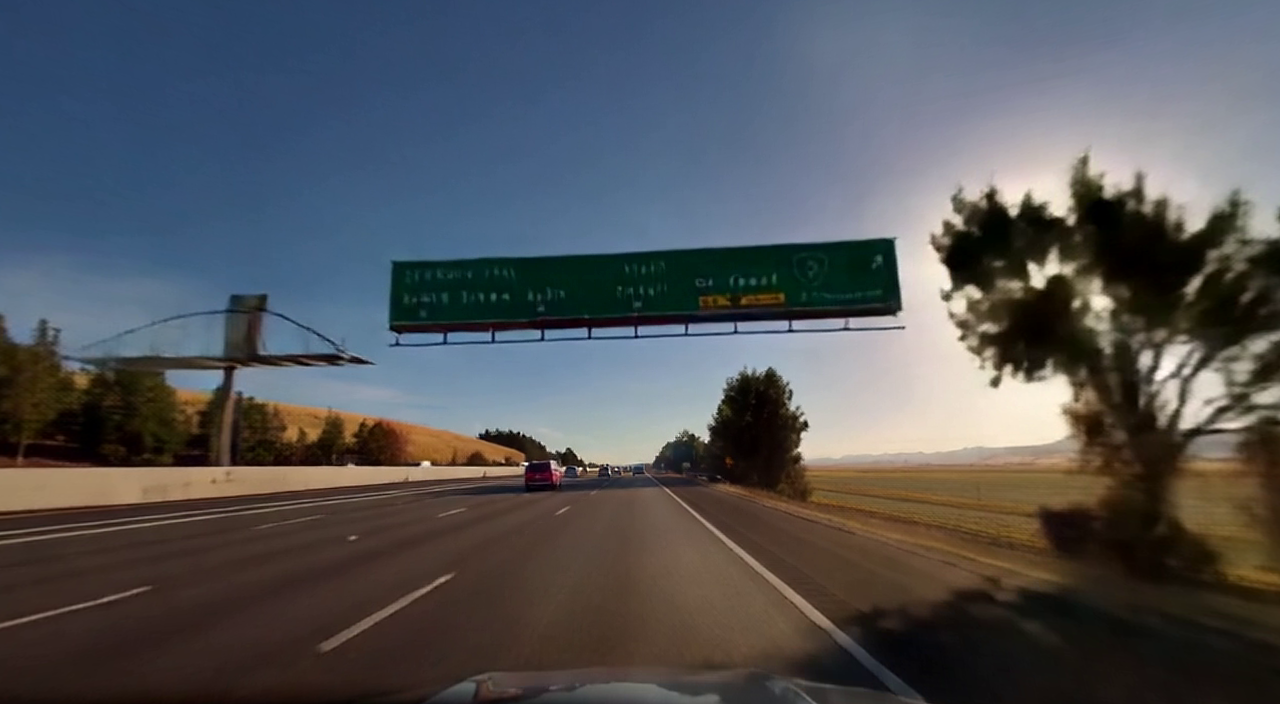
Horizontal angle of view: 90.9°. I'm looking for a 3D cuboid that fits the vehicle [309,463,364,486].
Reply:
[{"bbox_3d":[-23.193,9.372,48.297,1.916,1.576,4.365,1,-10,1],"label":"vehicle"}]
